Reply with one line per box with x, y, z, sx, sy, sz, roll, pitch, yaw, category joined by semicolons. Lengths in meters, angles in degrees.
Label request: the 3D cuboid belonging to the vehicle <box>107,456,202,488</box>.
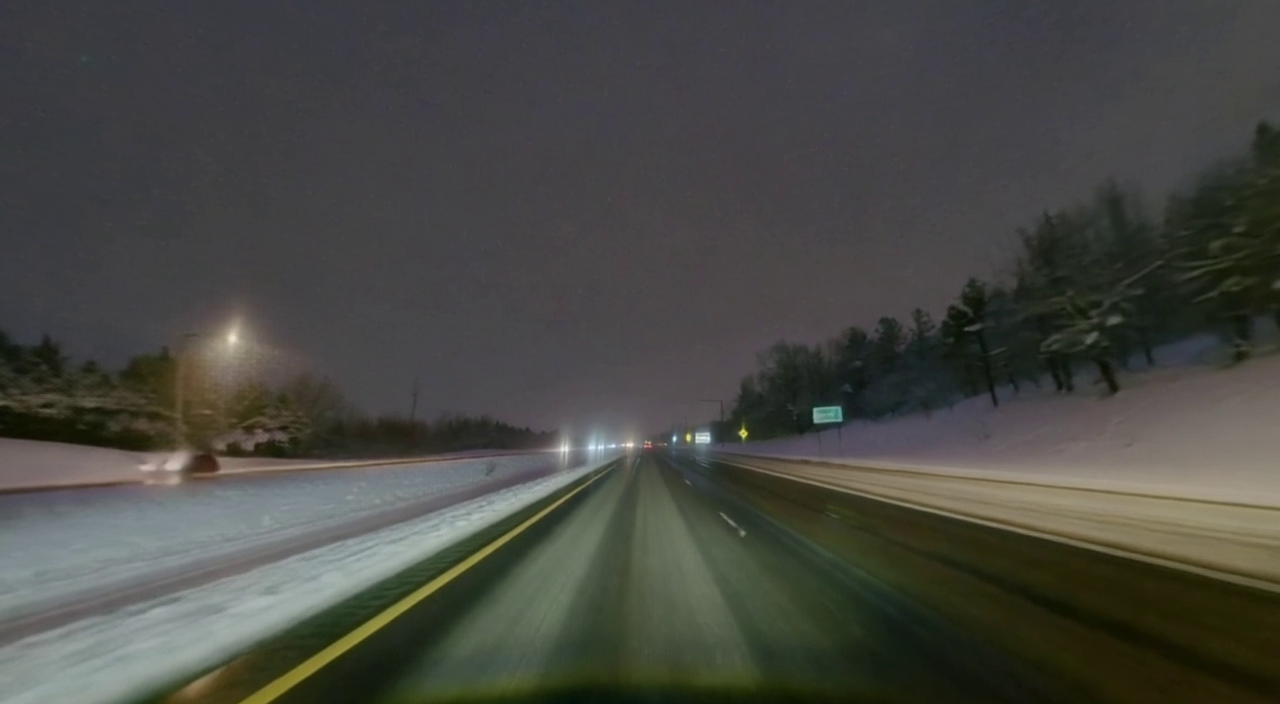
-27.876;6.859;36.404;1.849;1.591;4.504;0;-8;0;vehicle
